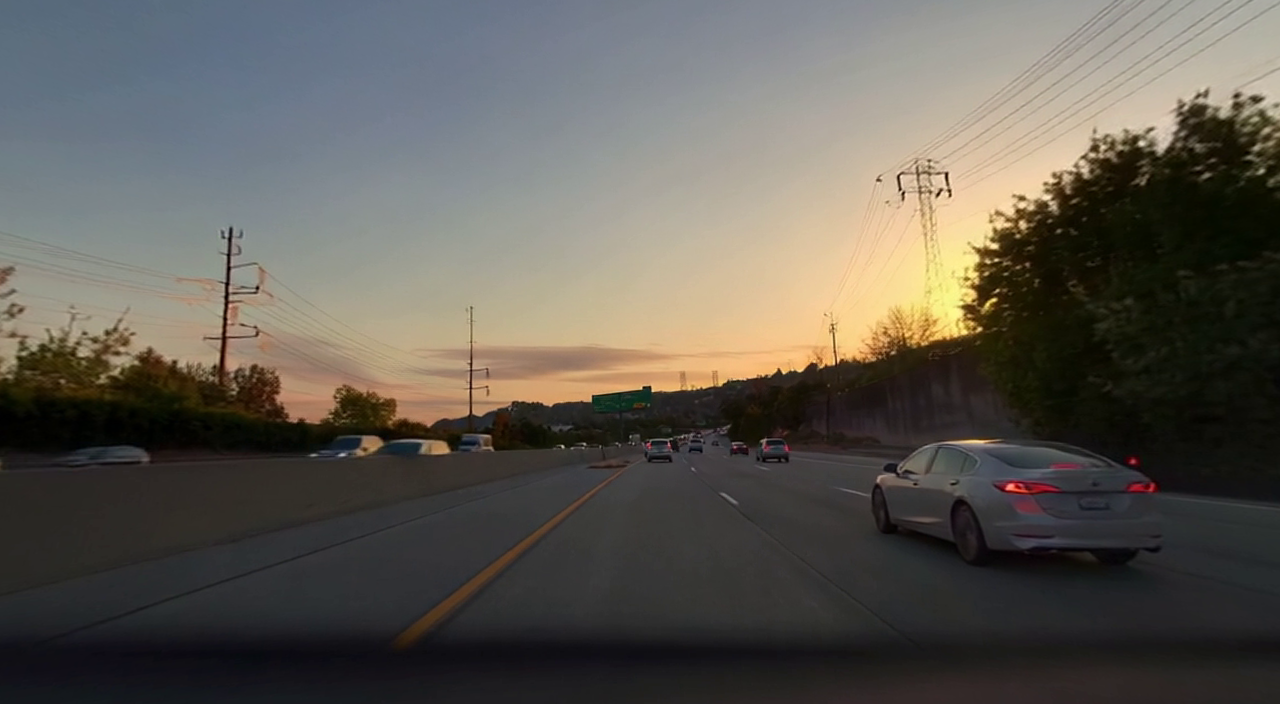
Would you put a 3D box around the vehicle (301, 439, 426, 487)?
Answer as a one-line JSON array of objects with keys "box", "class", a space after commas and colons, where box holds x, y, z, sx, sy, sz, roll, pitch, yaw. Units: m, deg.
[{"box": [-9.587, 3.863, 22.409, 2.108, 1.501, 4.726, 0, -8, 3], "class": "vehicle"}]

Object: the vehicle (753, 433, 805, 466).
[{"box": [8.145, 5.734, 37.341, 2.041, 1.821, 4.562, 0, -8, 0], "class": "vehicle"}]

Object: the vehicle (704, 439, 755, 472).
[{"box": [4.267, 5.023, 30.746, 1.936, 1.465, 4.060, 0, -8, 1], "class": "vehicle"}]

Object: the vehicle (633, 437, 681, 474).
[{"box": [0.741, 4.728, 28.968, 2.042, 1.581, 3.769, 0, -8, 0], "class": "vehicle"}]

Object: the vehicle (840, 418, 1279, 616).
[{"box": [3.959, 1.571, 7.024, 1.986, 1.478, 4.429, 0, -8, 0], "class": "vehicle"}]
